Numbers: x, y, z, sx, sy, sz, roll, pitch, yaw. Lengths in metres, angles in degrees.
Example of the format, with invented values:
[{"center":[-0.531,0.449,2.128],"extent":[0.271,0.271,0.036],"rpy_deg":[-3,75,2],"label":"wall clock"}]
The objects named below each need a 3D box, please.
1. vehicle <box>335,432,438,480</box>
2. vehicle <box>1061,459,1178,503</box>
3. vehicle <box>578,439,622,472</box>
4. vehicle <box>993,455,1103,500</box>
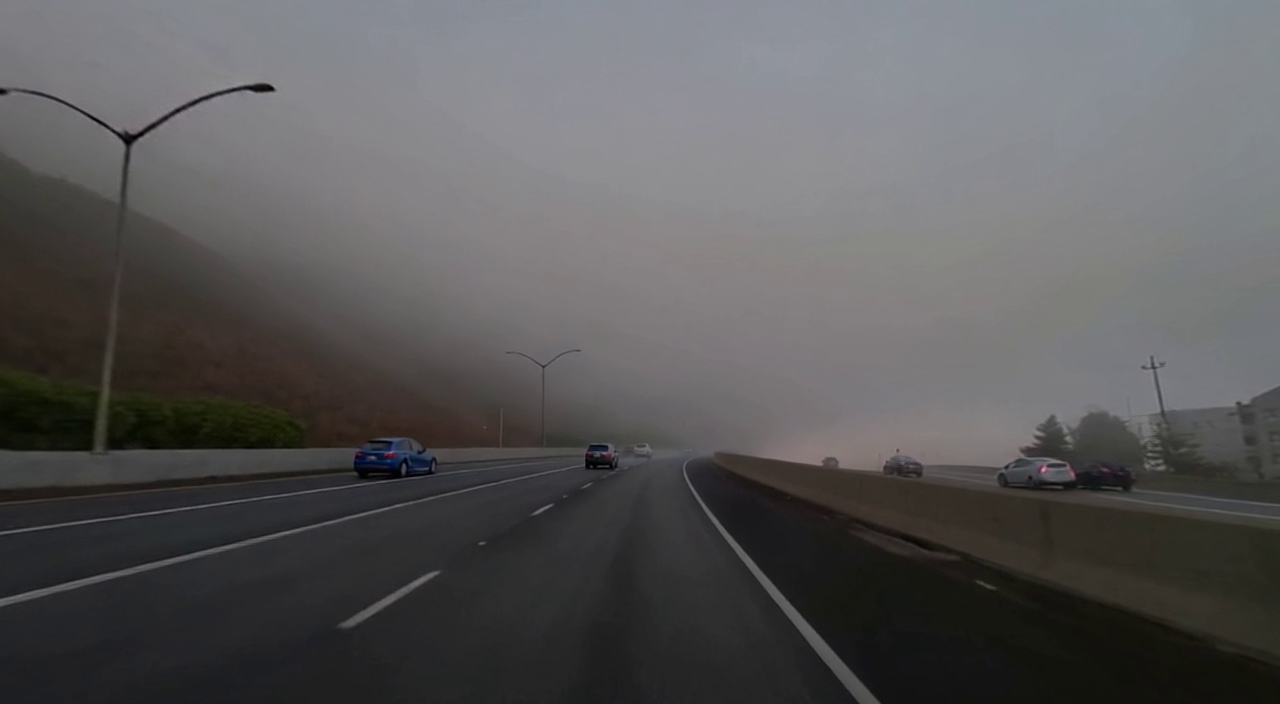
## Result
[{"center":[-10.081,4.181,25.537],"extent":[2.039,1.746,4.528],"rpy_deg":[-1,-8,4],"label":"vehicle"},{"center":[21.032,5.638,27.937],"extent":[2.010,1.620,4.347],"rpy_deg":[-1,-8,5],"label":"vehicle"},{"center":[-2.248,5.999,36.708],"extent":[2.028,1.782,4.150],"rpy_deg":[-1,-8,4],"label":"vehicle"},{"center":[16.454,5.034,25.742],"extent":[1.786,1.559,4.496],"rpy_deg":[-1,-8,6],"label":"vehicle"}]
